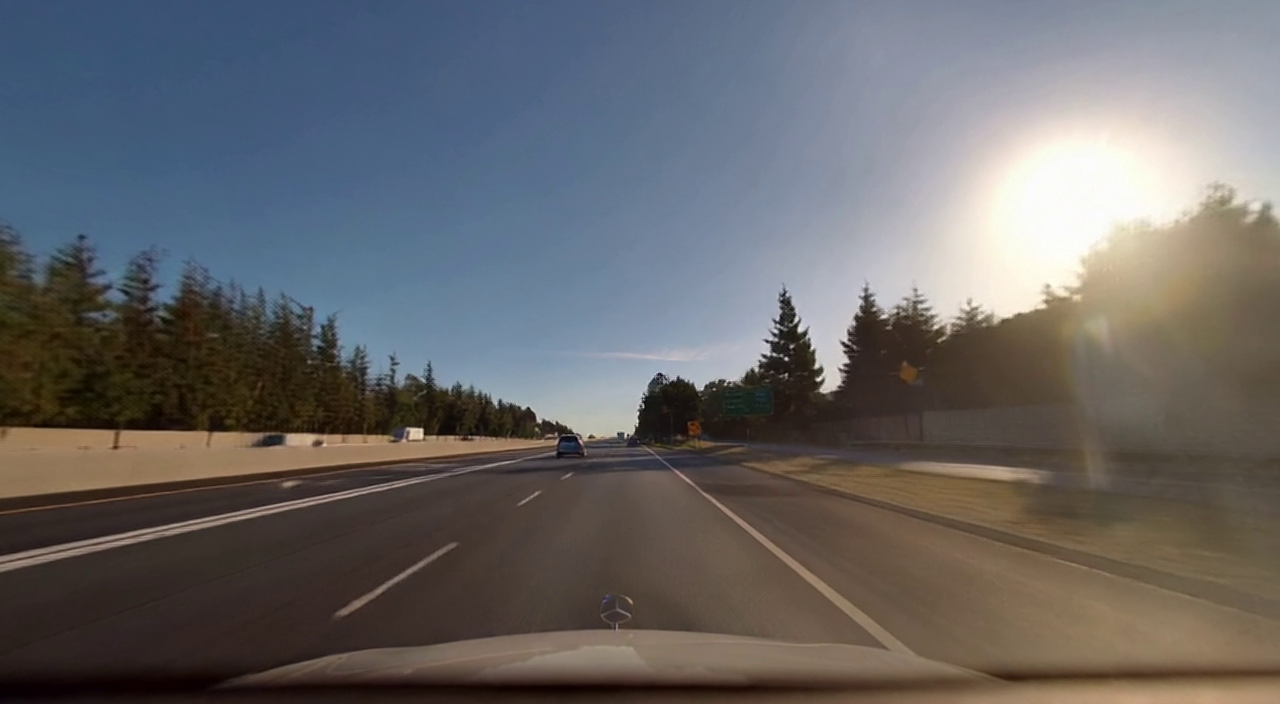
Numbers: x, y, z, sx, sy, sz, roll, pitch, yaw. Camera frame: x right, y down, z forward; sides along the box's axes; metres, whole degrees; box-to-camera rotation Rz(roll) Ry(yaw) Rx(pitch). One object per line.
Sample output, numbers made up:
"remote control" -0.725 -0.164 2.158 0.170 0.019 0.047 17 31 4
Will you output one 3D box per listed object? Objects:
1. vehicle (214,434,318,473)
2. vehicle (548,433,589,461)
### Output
"vehicle" -17.570 4.751 29.927 2.045 1.651 4.760 0 -8 0
"vehicle" -4.473 5.999 40.011 2.129 1.641 4.263 0 -8 0
